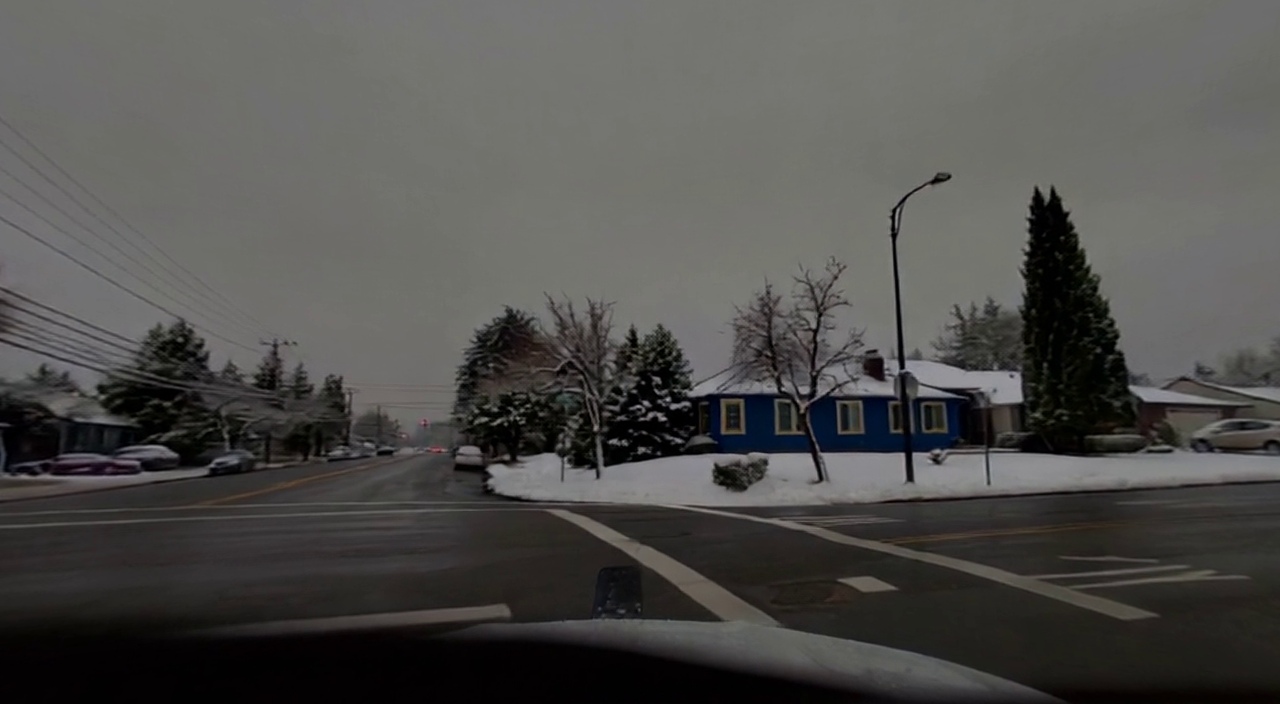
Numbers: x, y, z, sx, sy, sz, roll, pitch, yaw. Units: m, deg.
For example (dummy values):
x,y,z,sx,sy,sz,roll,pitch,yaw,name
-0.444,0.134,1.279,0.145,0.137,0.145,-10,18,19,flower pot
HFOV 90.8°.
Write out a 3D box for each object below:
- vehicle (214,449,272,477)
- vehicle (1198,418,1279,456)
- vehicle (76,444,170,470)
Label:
x,y,z,sx,sy,sz,roll,pitch,yaw,name
-23.587,6.564,37.670,2.036,1.546,4.705,3,-9,-22,vehicle
33.478,4.689,34.486,5.161,1.829,2.034,5,-9,-17,vehicle
-33.883,6.883,41.557,4.288,1.656,1.791,3,-9,-18,vehicle
